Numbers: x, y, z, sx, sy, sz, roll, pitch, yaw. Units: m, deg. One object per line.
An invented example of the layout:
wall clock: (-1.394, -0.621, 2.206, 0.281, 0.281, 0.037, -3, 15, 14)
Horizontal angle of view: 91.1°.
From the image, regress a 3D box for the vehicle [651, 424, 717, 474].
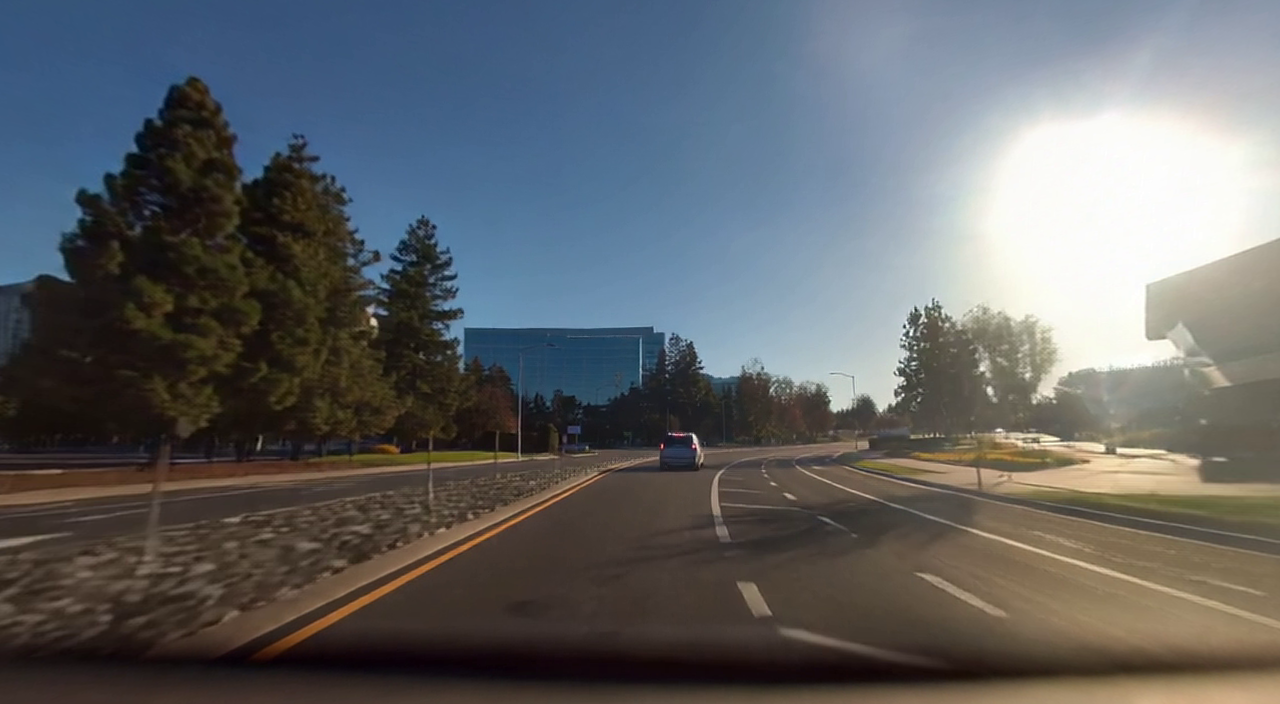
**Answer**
vehicle: (2.042, 4.220, 27.376, 2.371, 1.926, 5.615, -1, -9, 9)
